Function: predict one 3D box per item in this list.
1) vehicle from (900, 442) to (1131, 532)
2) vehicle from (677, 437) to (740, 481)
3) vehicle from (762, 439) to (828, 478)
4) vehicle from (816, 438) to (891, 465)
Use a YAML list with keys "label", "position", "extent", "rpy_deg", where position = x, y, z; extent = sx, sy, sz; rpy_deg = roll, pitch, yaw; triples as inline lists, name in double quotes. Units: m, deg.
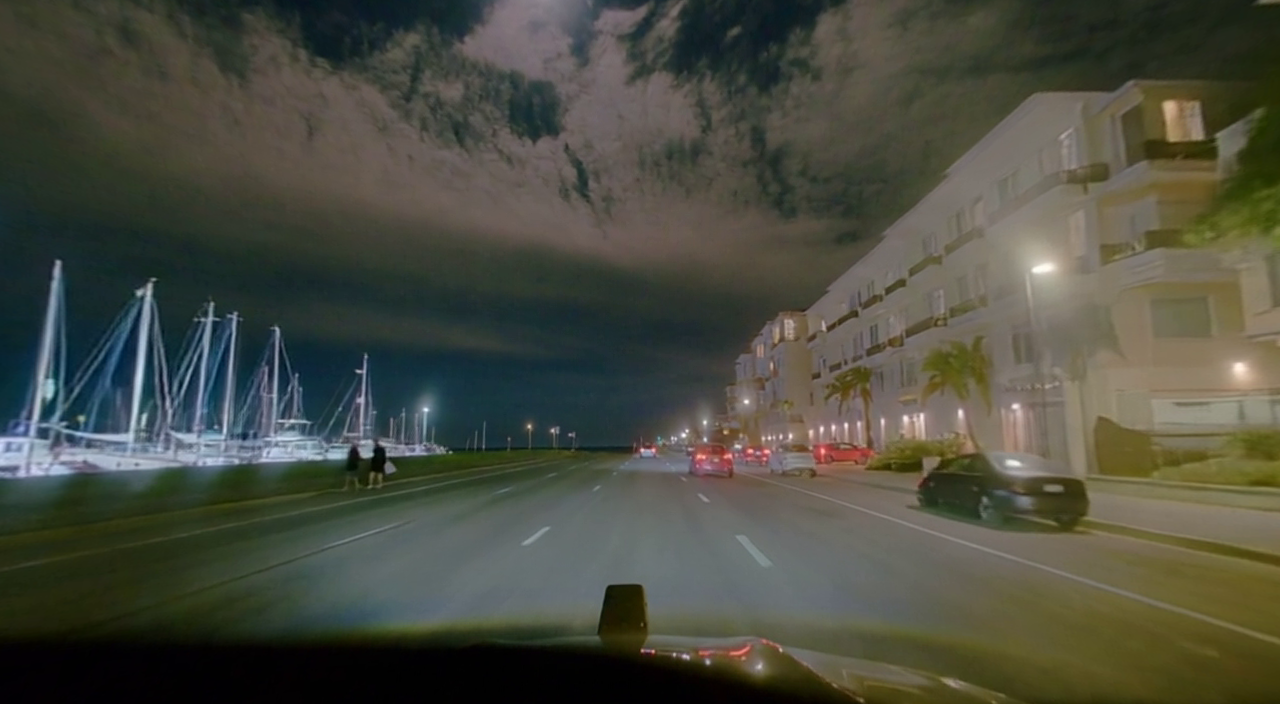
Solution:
- label: "vehicle"
  position: [7.450, 2.683, 13.199]
  extent: [2.112, 1.514, 4.371]
  rpy_deg: [-1, -9, 0]
- label: "vehicle"
  position: [2.700, 4.339, 25.789]
  extent: [2.047, 1.640, 4.051]
  rpy_deg: [0, -9, -1]
- label: "vehicle"
  position: [7.464, 5.158, 30.826]
  extent: [2.029, 1.750, 4.825]
  rpy_deg: [-1, -9, 0]
- label: "vehicle"
  position: [14.821, 6.900, 43.852]
  extent: [4.406, 1.783, 2.020]
  rpy_deg: [1, -8, -4]
